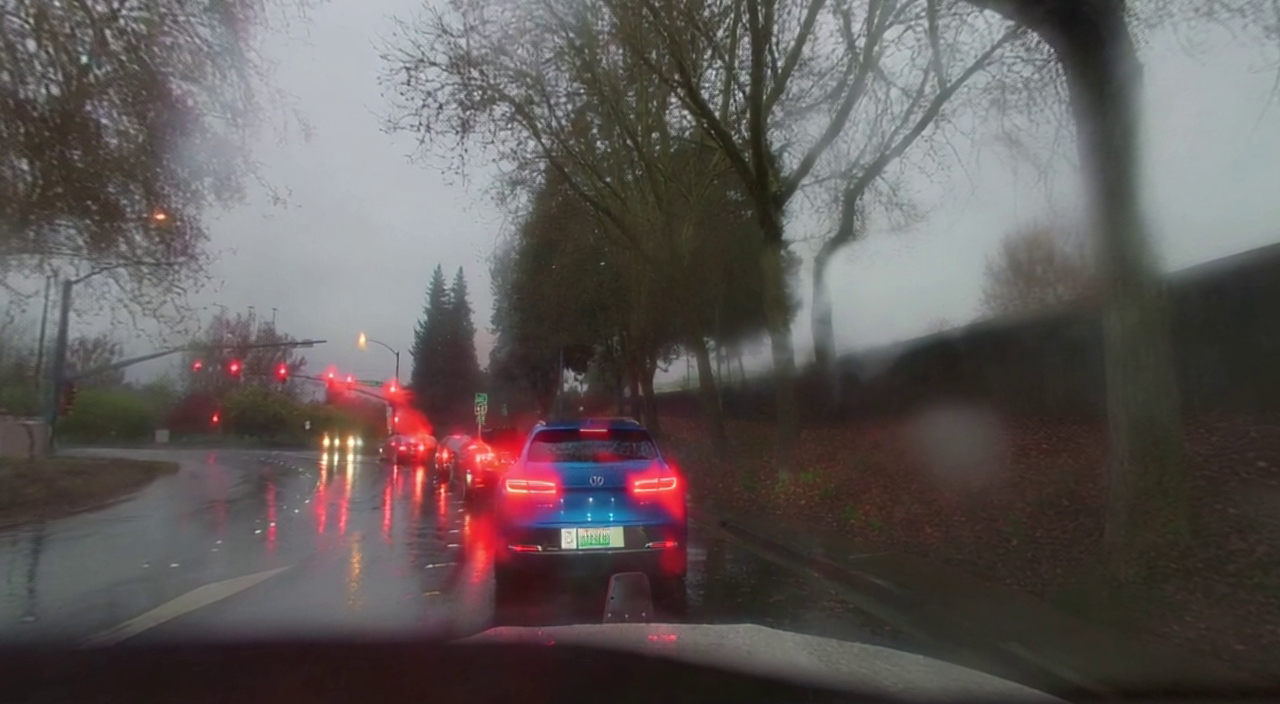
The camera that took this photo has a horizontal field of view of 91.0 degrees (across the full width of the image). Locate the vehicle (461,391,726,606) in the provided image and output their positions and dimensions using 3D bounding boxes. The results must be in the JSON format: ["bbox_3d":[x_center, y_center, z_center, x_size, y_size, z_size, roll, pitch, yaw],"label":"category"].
[{"bbox_3d":[-0.680,1.460,7.203,2.134,1.671,4.147,1,-8,-9],"label":"vehicle"}]

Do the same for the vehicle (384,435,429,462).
[{"bbox_3d":[-13.754,5.641,36.898,1.863,1.488,4.426,4,-9,-27],"label":"vehicle"}]

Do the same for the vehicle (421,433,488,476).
[{"bbox_3d":[-7.299,3.950,24.483,1.902,1.536,3.662,4,-9,-25],"label":"vehicle"}]
